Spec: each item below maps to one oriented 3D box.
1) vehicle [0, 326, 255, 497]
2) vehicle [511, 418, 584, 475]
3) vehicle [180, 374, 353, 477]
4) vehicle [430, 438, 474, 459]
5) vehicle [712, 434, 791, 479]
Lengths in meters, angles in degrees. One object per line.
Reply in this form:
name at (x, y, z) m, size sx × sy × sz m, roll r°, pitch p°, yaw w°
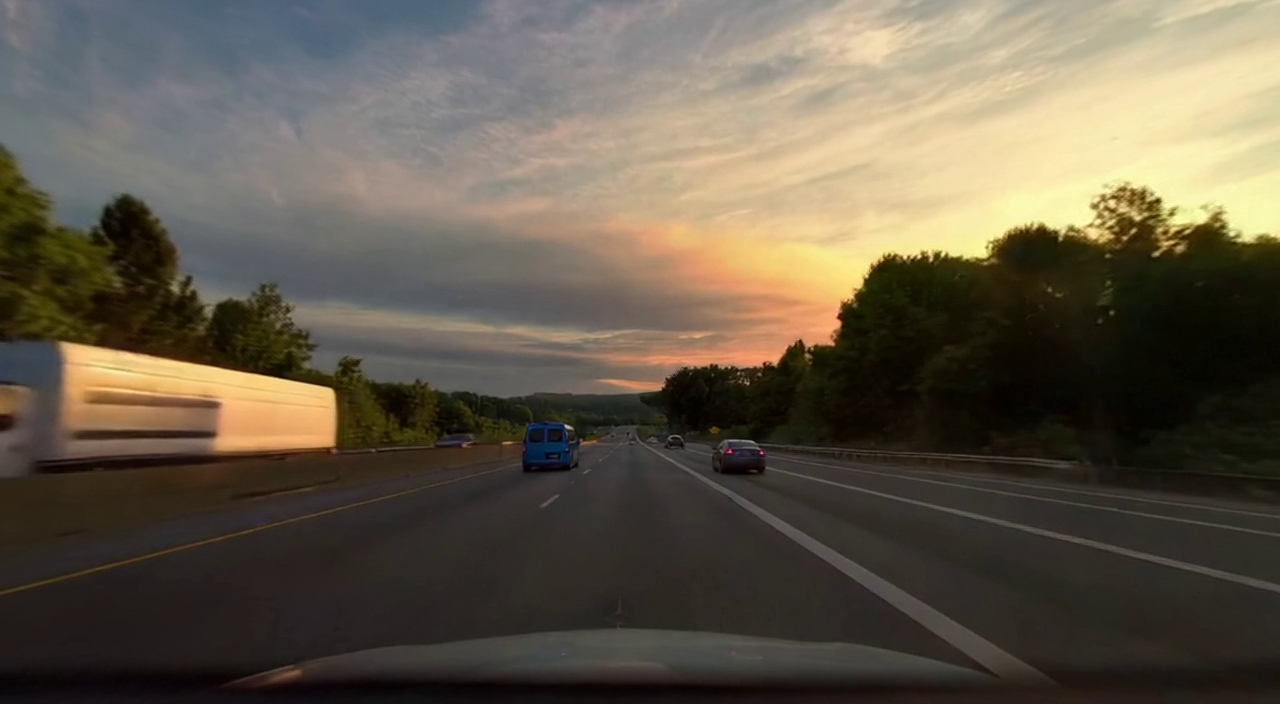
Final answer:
vehicle at (-15.937, 1.883, 18.282) m, size 2.954 × 3.813 × 10.753 m, roll 0°, pitch -8°, yaw -1°
vehicle at (-3.584, 3.767, 25.414) m, size 2.275 × 2.053 × 5.082 m, roll 0°, pitch -8°, yaw -1°
vehicle at (-16.276, 3.384, 28.540) m, size 2.838 × 3.917 × 8.722 m, roll 1°, pitch -8°, yaw -4°
vehicle at (-12.783, 6.558, 43.066) m, size 1.789 × 1.377 × 3.840 m, roll 0°, pitch -8°, yaw 0°
vehicle at (3.879, 3.685, 22.646) m, size 2.020 × 1.464 × 3.803 m, roll 0°, pitch -8°, yaw -2°
